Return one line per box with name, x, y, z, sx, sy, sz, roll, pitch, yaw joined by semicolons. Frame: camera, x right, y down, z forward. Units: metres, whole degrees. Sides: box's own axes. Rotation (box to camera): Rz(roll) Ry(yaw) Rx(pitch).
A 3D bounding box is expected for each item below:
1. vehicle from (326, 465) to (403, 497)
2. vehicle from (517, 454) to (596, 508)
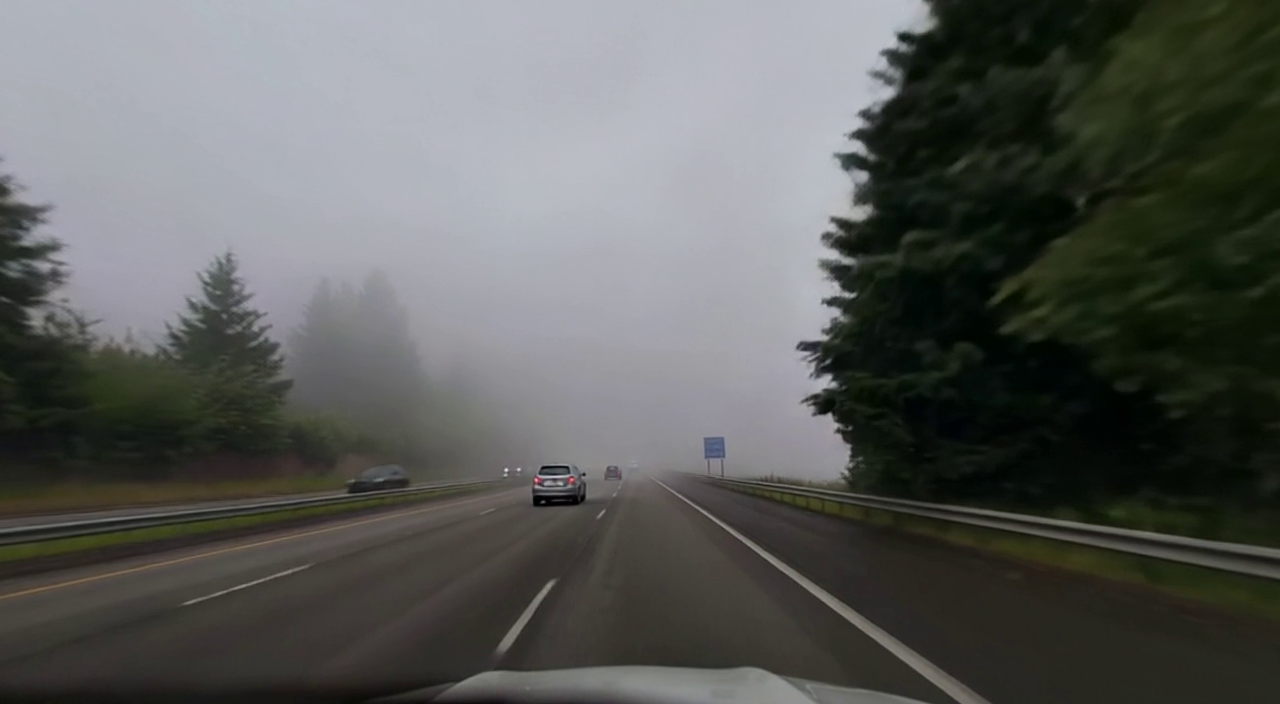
vehicle;-13.431;6.323;31.039;1.855;1.422;4.377;1;-10;-1
vehicle;-2.800;4.459;22.053;2.104;1.655;4.039;0;-10;1
